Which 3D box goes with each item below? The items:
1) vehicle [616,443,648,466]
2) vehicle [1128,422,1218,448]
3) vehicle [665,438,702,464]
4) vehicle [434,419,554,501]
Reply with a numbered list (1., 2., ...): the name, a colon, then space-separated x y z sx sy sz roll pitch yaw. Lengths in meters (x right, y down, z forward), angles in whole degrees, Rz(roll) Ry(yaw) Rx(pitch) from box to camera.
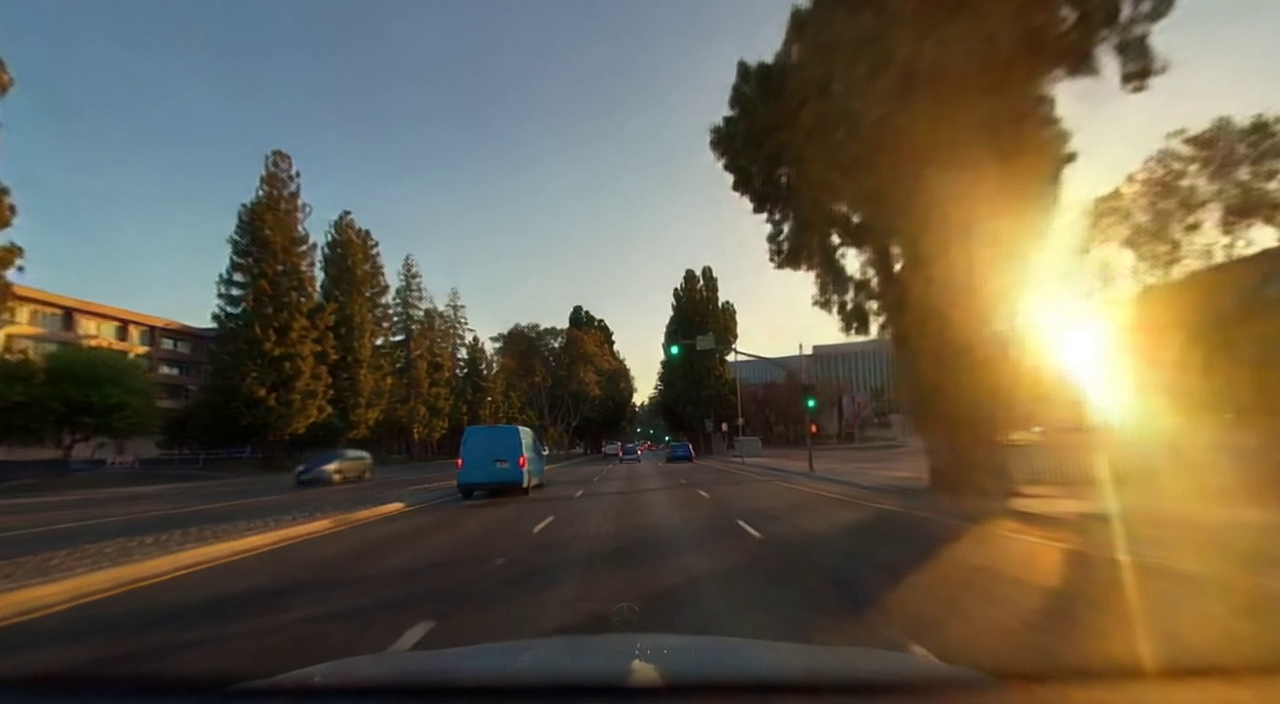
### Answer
1. vehicle: -0.570 6.947 43.080 2.039 1.455 3.826 0 -8 -2
2. vehicle: 34.210 5.355 40.624 3.874 1.412 1.851 -4 -9 5
3. vehicle: 3.050 7.063 45.117 2.181 1.781 4.257 0 -8 -2
4. vehicle: -3.660 2.833 16.874 2.075 1.863 4.744 0 -9 0
